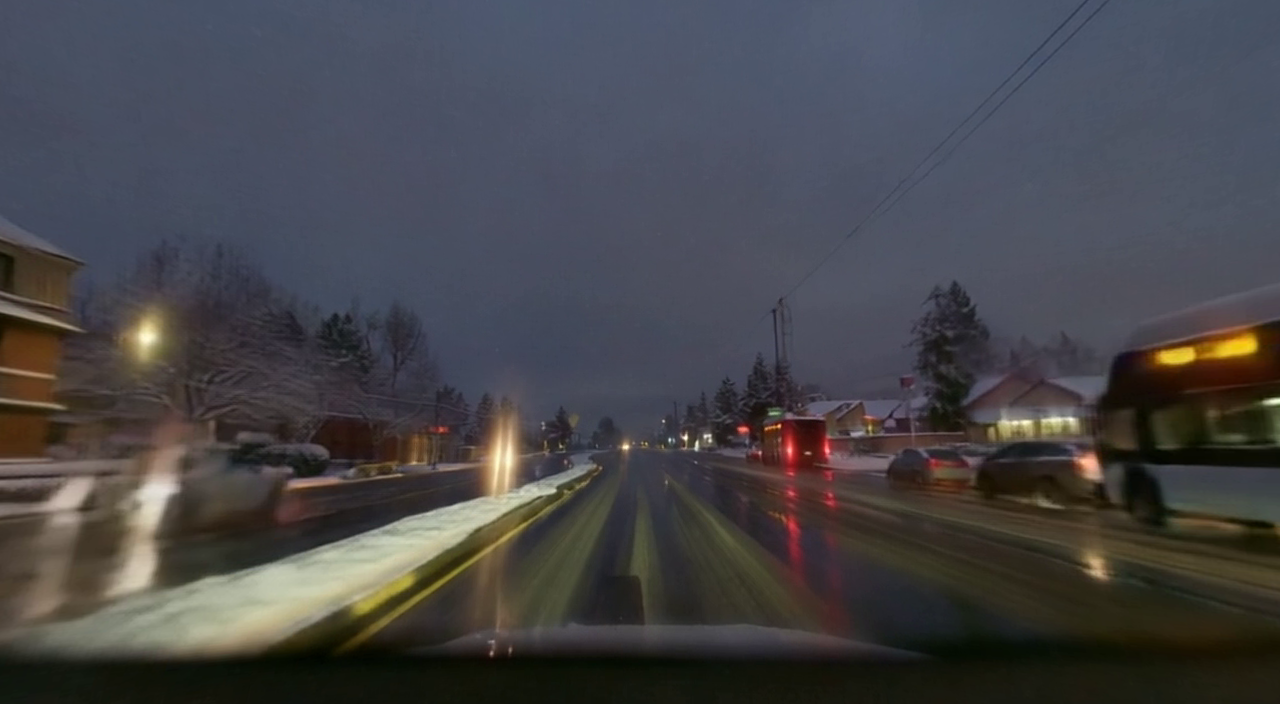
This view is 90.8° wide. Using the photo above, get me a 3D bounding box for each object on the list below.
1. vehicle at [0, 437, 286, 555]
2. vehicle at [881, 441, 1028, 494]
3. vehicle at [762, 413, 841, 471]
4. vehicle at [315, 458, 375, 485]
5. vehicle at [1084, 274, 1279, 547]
[{"bbox_3d":[-8.873,2.418,11.506,1.939,1.643,4.975,0,-8,0],"label":"vehicle"},{"bbox_3d":[10.021,3.692,20.718,2.023,1.494,5.029,0,-8,-3],"label":"vehicle"},{"bbox_3d":[9.792,5.619,39.184,2.923,3.249,6.993,0,-8,0],"label":"vehicle"},{"bbox_3d":[-19.552,7.927,42.138,1.984,1.578,4.507,-1,-8,-2],"label":"vehicle"},{"bbox_3d":[9.966,0.697,7.857,2.897,3.584,7.857,0,-9,-2],"label":"vehicle"}]
